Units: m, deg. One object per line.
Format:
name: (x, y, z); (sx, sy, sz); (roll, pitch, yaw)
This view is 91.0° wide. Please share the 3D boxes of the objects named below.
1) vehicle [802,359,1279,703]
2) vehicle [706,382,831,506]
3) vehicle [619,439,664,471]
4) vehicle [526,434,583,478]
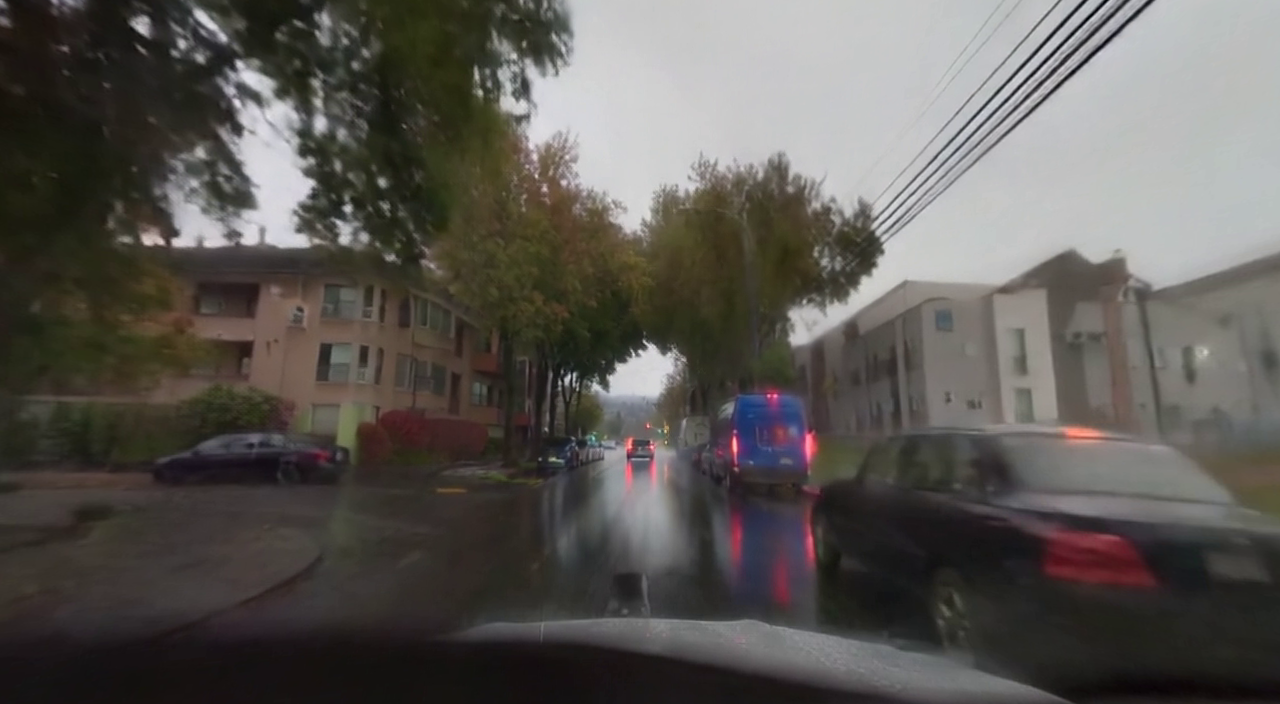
vehicle: (2.871, 1.203, 4.852); (2.045, 1.728, 4.446); (0, -8, 0)
vehicle: (3.266, 2.533, 17.518); (2.245, 2.843, 5.762); (0, -8, 0)
vehicle: (0.088, 5.124, 31.535); (2.095, 1.510, 3.605); (0, -8, 1)
vehicle: (-3.826, 4.702, 28.908); (1.951, 1.662, 4.046); (0, -4, 1)
